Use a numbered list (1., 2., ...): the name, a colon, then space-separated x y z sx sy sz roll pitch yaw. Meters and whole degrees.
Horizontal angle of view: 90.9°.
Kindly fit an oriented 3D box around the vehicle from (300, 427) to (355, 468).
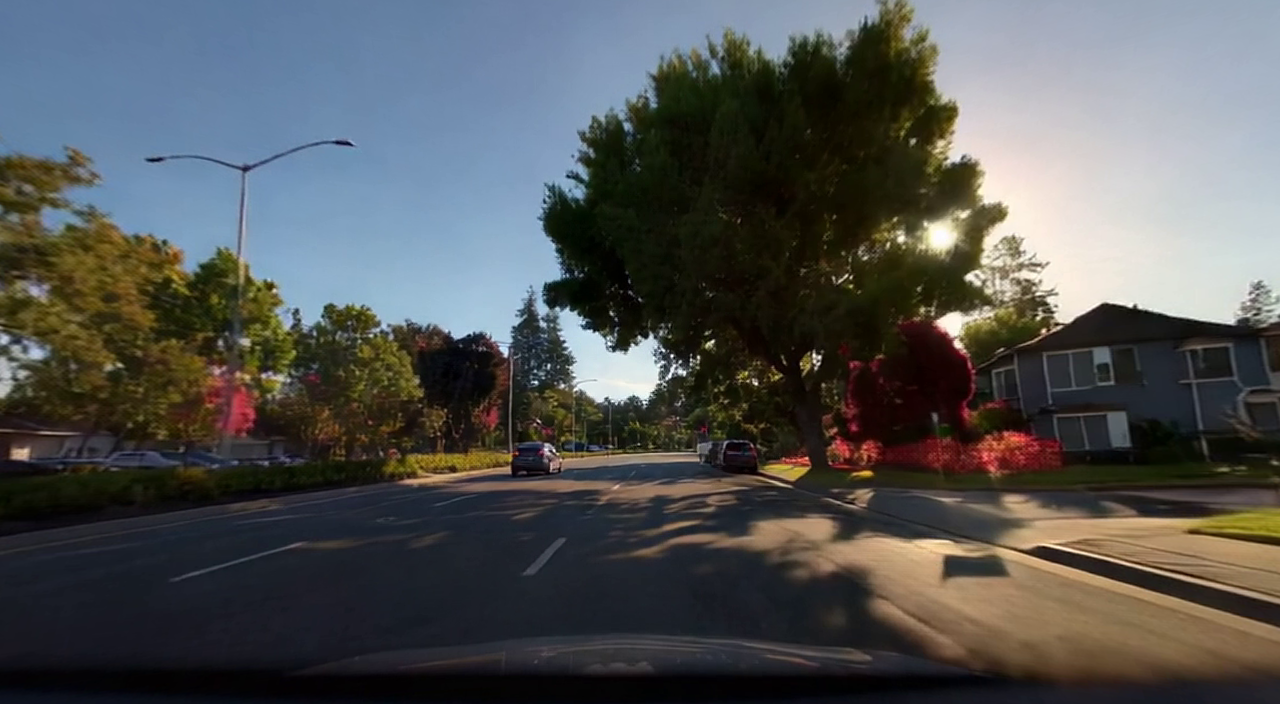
1. vehicle: -22.503 6.910 45.678 2.421 2.746 5.968 2 -9 -16

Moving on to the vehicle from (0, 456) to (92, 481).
1. vehicle: -36.535 7.040 38.081 4.690 1.435 1.908 2 -10 -8

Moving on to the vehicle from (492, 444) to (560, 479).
1. vehicle: -5.127 4.979 29.081 2.060 1.473 4.645 0 -8 3

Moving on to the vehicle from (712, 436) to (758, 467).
1. vehicle: 6.646 7.059 44.961 2.695 2.013 6.661 -1 -8 4
